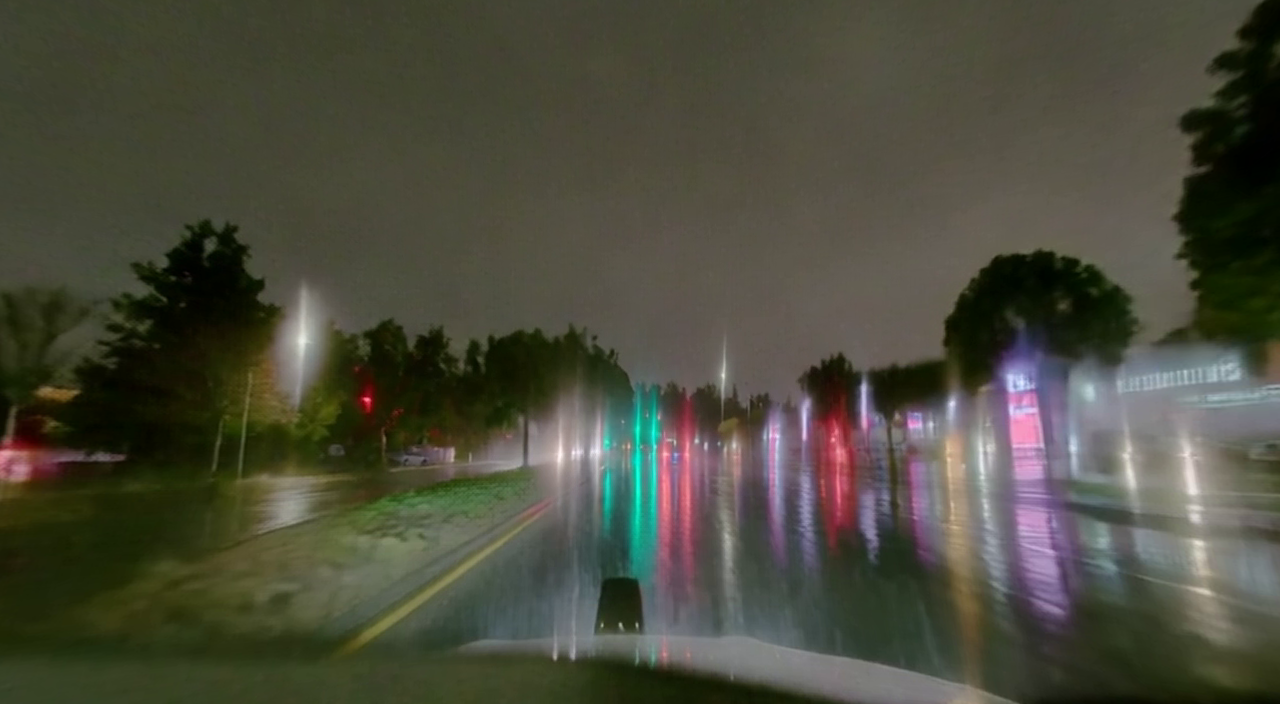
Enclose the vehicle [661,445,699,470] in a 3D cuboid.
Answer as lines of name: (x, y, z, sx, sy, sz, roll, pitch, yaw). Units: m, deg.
vehicle: (2.502, 6.787, 40.624, 2.015, 1.479, 4.444, 0, -9, -2)
